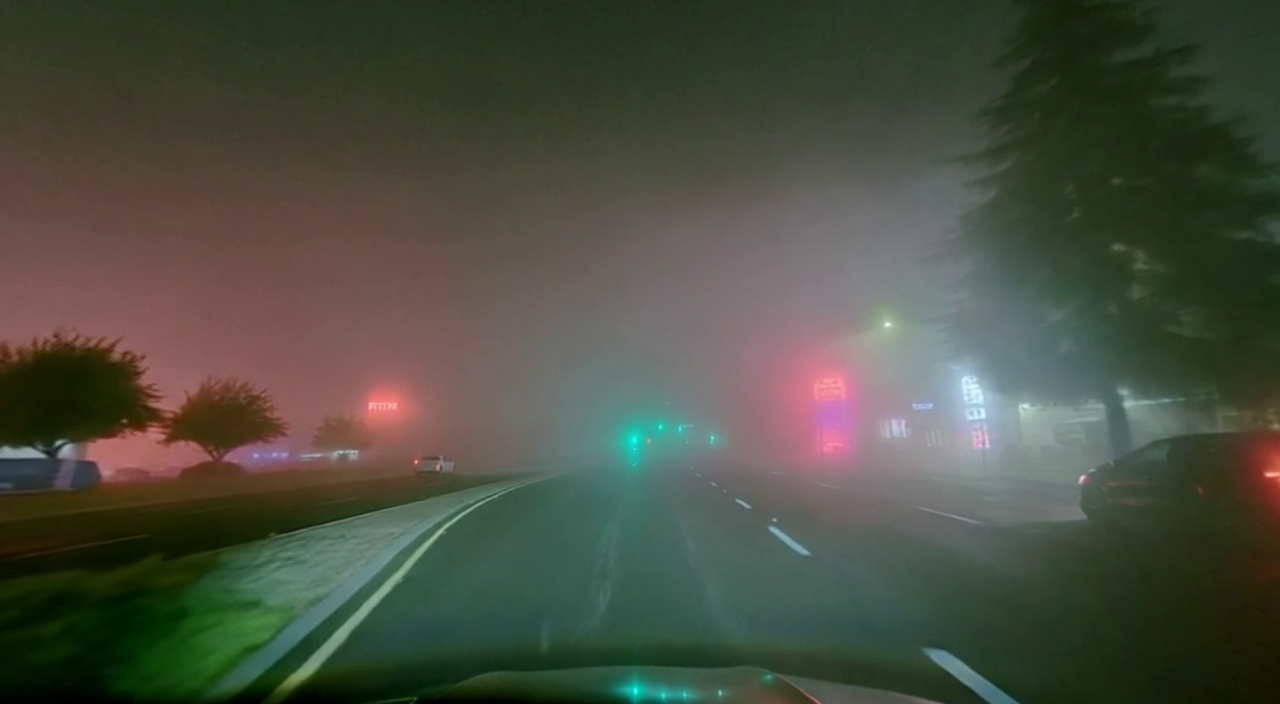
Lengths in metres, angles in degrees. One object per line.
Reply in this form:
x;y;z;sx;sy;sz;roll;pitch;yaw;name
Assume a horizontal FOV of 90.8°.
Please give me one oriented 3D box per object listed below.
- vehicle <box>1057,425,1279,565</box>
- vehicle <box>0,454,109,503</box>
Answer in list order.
7.750;1.721;8.105;1.936;1.460;4.258;0;-8;1;vehicle
-26.808;5.391;27.153;5.702;1.985;2.175;7;-12;-33;vehicle
